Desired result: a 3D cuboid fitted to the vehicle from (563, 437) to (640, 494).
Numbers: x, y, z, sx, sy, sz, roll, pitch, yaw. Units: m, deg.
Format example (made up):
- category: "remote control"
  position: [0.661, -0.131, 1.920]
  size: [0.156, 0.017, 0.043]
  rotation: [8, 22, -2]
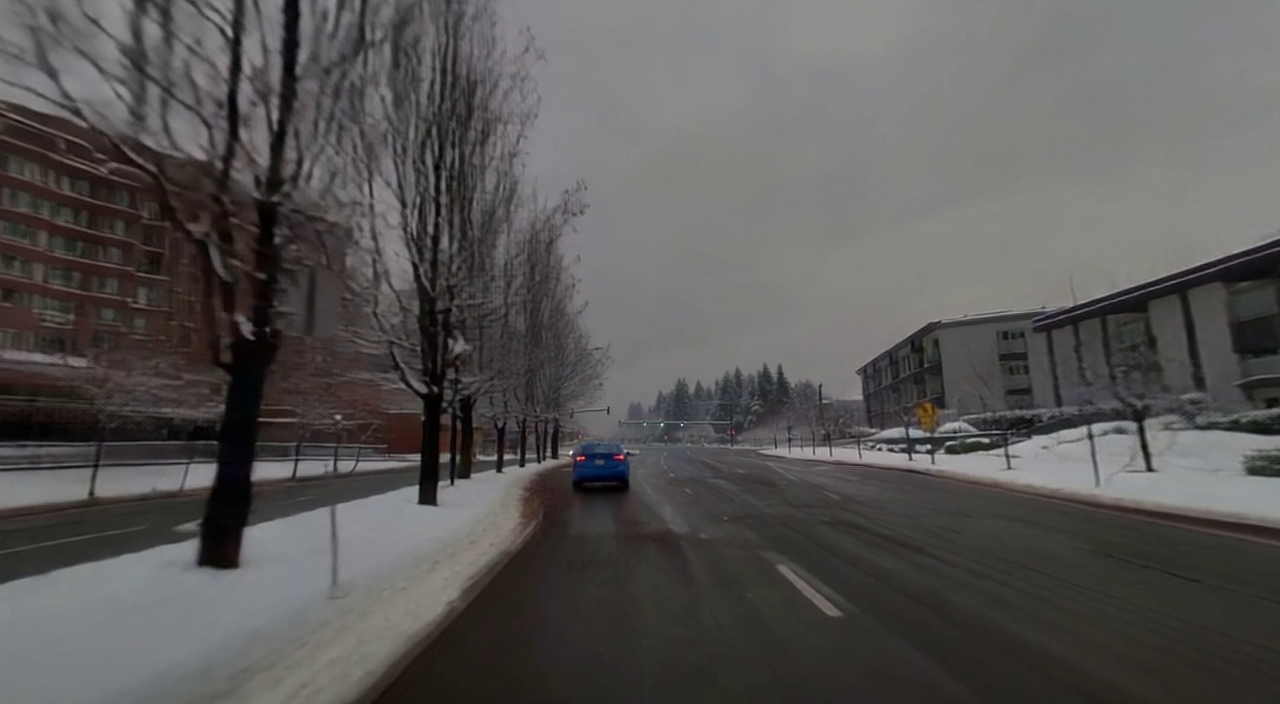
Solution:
- category: "vehicle"
  position: [-1.179, 3.359, 19.178]
  size: [2.042, 1.479, 4.601]
  rotation: [0, -8, -4]
